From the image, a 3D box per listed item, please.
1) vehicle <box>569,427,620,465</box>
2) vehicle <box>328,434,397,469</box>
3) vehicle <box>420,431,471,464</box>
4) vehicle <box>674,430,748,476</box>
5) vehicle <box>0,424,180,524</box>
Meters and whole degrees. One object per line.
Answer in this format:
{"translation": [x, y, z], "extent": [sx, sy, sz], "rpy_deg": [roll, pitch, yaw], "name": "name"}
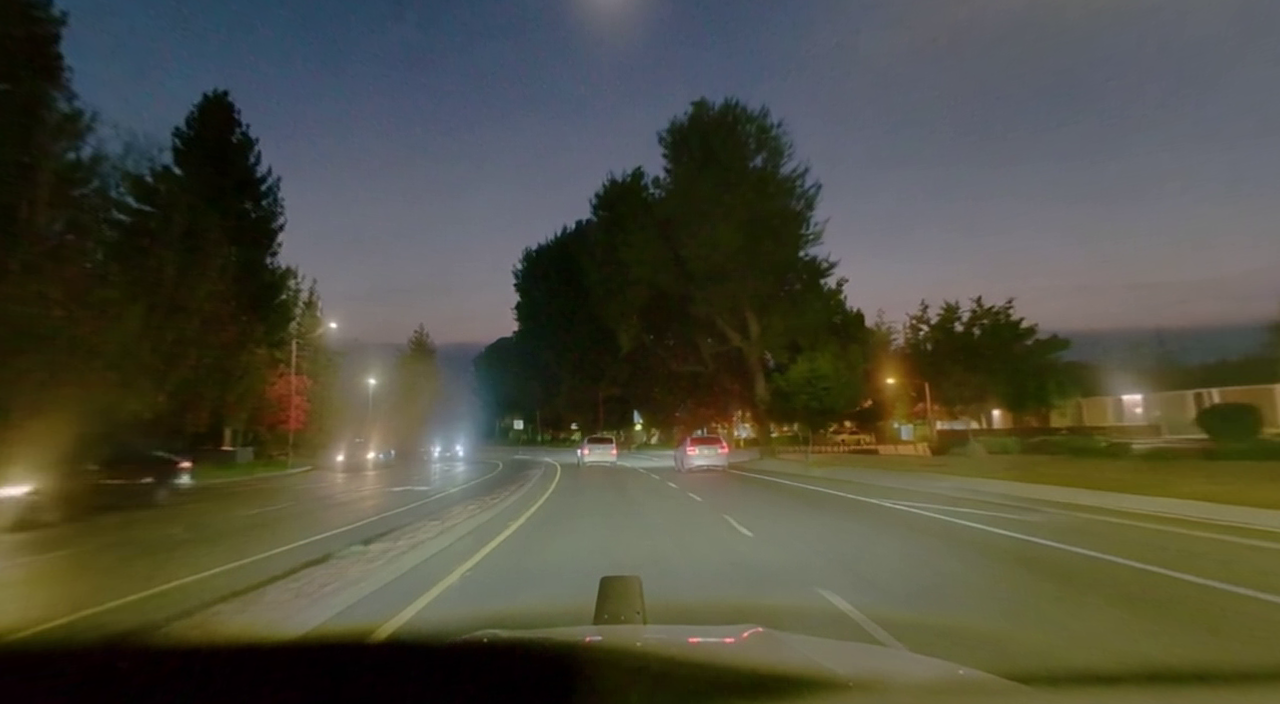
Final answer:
{"translation": [-2.429, 4.802, 32.256], "extent": [2.165, 1.783, 4.391], "rpy_deg": [1, -8, -10], "name": "vehicle"}
{"translation": [-15.522, 5.570, 35.465], "extent": [2.288, 1.842, 4.837], "rpy_deg": [1, -8, -9], "name": "vehicle"}
{"translation": [-11.579, 5.685, 37.662], "extent": [2.211, 1.801, 4.894], "rpy_deg": [1, -8, -10], "name": "vehicle"}
{"translation": [2.474, 3.663, 23.176], "extent": [1.915, 1.495, 4.880], "rpy_deg": [1, -8, -3], "name": "vehicle"}
{"translation": [-13.143, 2.589, 13.902], "extent": [2.162, 1.848, 5.214], "rpy_deg": [0, -8, -3], "name": "vehicle"}
